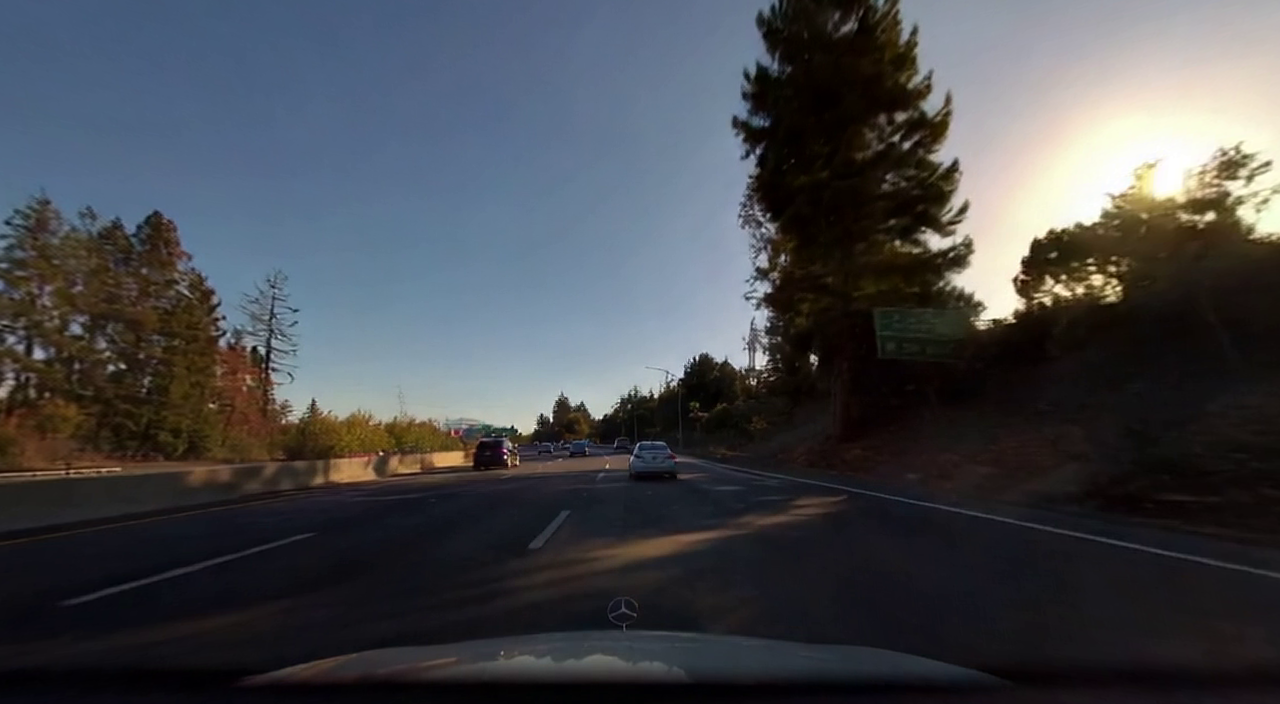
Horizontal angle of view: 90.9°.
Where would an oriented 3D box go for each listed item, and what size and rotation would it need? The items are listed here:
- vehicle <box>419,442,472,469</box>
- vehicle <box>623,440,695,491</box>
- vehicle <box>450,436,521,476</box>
[{"bbox_3d":[-11.528,6.159,37.664,2.041,1.534,4.140,0,-9,-2],"label":"vehicle"},{"bbox_3d":[0.490,3.532,19.976,2.051,1.444,3.927,0,-9,-1],"label":"vehicle"},{"bbox_3d":[-7.086,4.830,29.411,2.221,1.693,4.631,0,-9,-1],"label":"vehicle"}]
